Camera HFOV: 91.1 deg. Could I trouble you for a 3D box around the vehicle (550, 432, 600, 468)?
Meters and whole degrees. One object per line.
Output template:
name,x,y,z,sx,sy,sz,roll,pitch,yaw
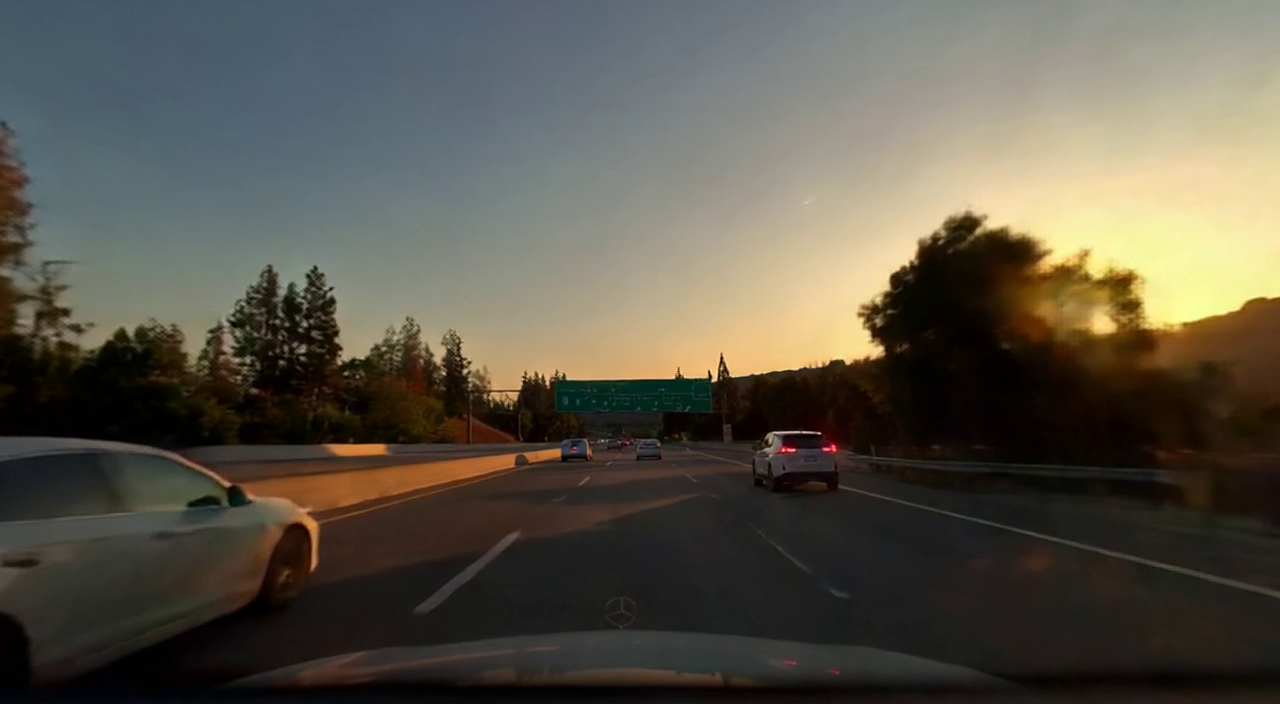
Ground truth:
vehicle,-3.213,4.971,32.038,2.044,1.682,4.201,0,-8,1

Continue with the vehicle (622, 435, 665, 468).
vehicle,0.202,5.043,32.010,2.049,1.542,3.816,0,-8,1

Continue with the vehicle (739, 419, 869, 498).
vehicle,3.941,2.642,15.927,2.025,1.707,4.279,0,-8,-2

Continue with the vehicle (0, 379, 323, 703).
vehicle,-3.487,0.914,2.520,2.066,1.561,4.495,0,-8,0
